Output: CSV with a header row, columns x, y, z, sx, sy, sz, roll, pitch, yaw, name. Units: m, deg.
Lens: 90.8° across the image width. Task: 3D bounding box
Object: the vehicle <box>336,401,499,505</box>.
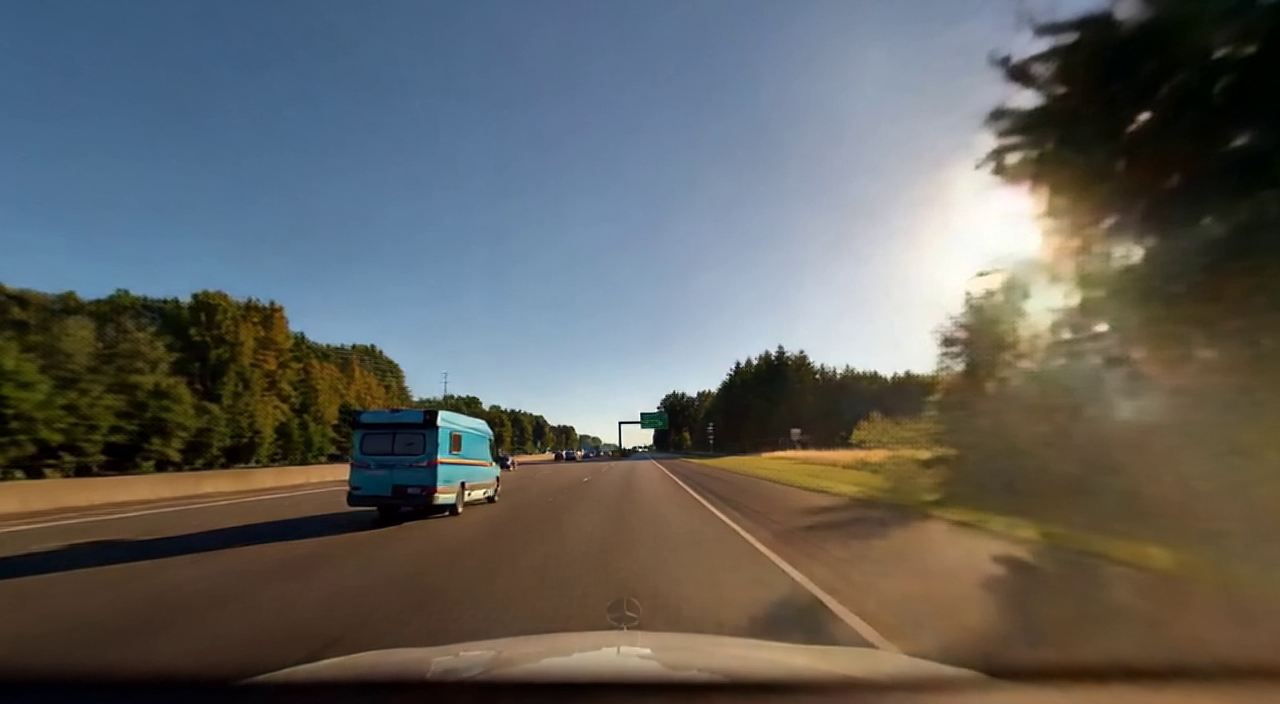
x,y,z,sx,sy,sz,roll,pitch,yaw,name
-7.190,3.444,21.784,2.747,2.934,7.411,0,-9,2,vehicle
